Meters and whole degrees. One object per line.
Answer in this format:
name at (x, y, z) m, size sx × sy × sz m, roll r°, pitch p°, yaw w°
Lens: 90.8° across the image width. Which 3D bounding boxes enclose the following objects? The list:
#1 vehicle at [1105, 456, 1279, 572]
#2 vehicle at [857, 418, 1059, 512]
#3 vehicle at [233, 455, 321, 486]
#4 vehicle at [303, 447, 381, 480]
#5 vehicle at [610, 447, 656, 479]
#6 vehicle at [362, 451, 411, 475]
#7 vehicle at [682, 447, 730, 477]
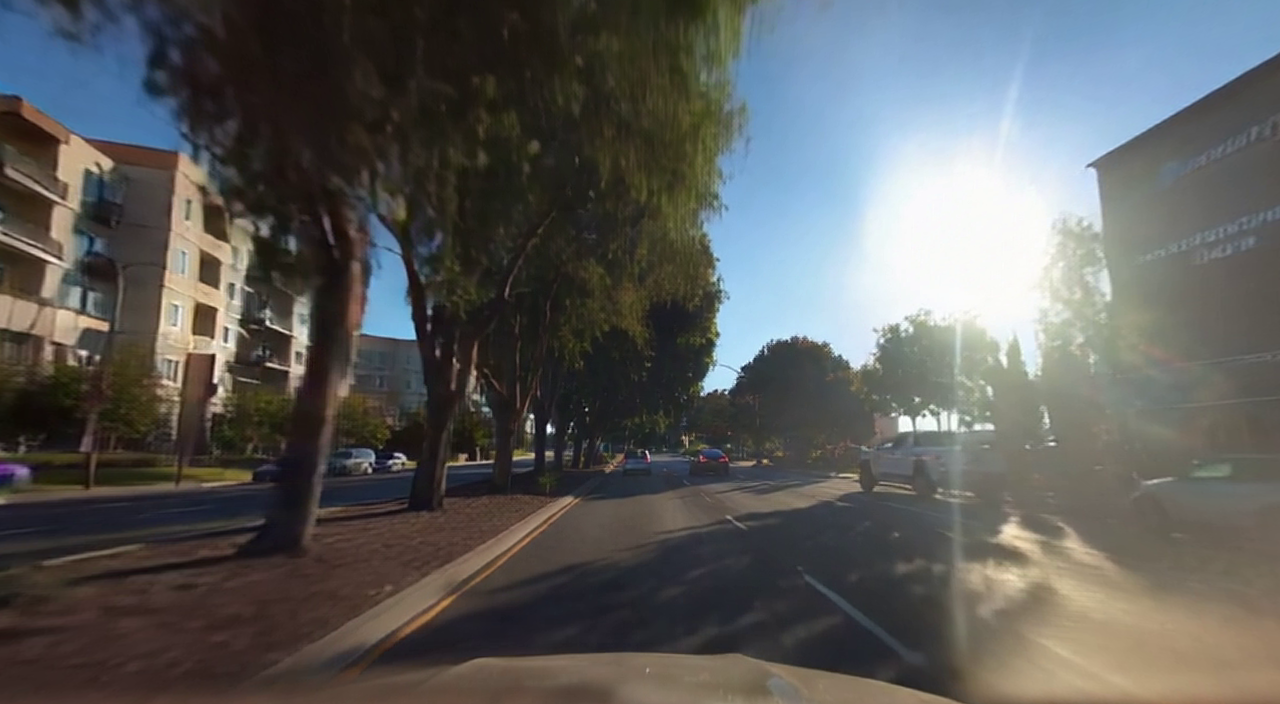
vehicle at (10.511, 2.585, 10.414) m, size 2.129 × 1.645 × 4.625 m, roll 0°, pitch -9°, yaw 0°
vehicle at (10.354, 3.778, 21.791) m, size 3.082 × 2.655 × 7.381 m, roll 0°, pitch -9°, yaw 0°
vehicle at (-19.253, 6.285, 33.801) m, size 1.874 × 1.483 × 4.742 m, roll 0°, pitch -9°, yaw 0°
vehicle at (-19.104, 7.148, 40.898) m, size 2.241 × 1.891 × 5.637 m, roll 0°, pitch -9°, yaw 1°
vehicle at (-0.341, 5.324, 30.652) m, size 2.101 × 1.444 × 4.248 m, roll 0°, pitch -9°, yaw -1°
vehicle at (-19.228, 8.436, 48.154) m, size 2.019 × 1.687 × 4.484 m, roll 0°, pitch -9°, yaw -2°
vehicle at (3.506, 5.901, 34.141) m, size 1.993 × 1.477 × 4.240 m, roll 0°, pitch -9°, yaw -2°
